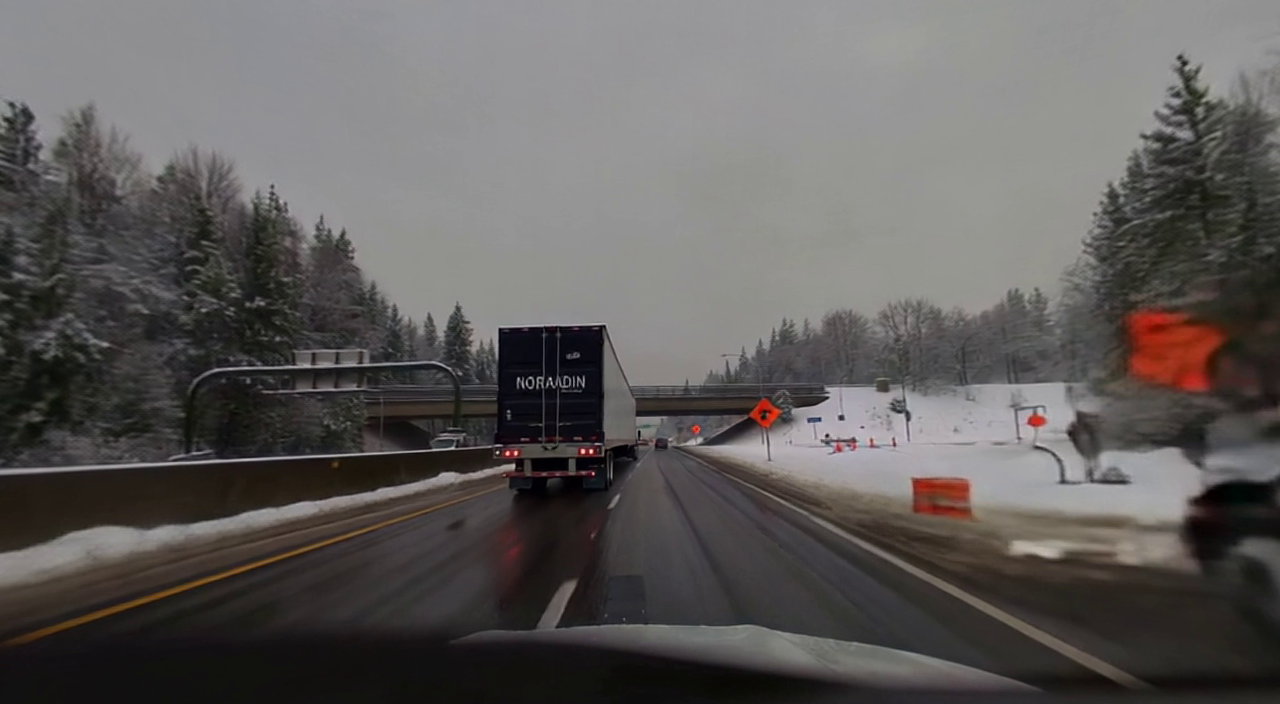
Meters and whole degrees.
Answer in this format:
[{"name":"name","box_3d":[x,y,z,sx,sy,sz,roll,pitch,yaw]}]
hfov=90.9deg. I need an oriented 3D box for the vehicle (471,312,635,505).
[{"name":"vehicle","box_3d":[-1.890,2.334,21.432,2.873,4.060,16.327,0,-8,1]}]
